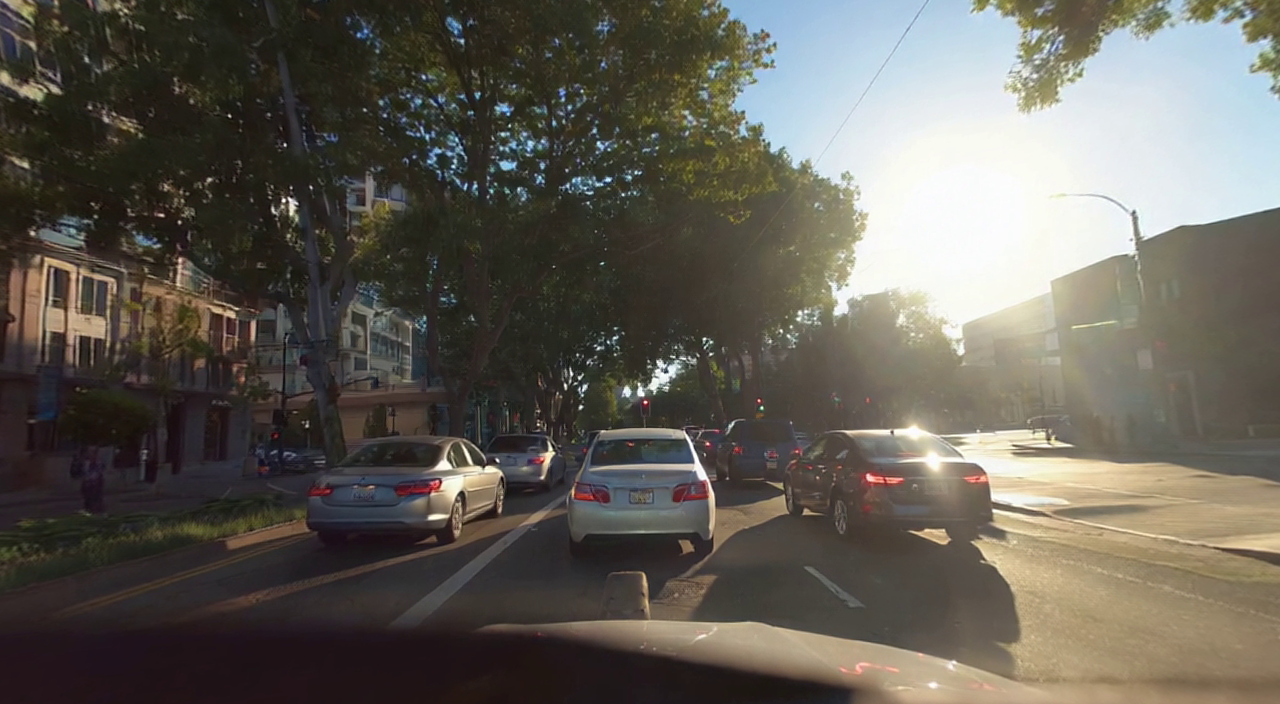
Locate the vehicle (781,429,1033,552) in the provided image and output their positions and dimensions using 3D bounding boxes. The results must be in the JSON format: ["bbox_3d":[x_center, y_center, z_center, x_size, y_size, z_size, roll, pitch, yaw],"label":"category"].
[{"bbox_3d":[3.782,2.027,10.010,1.990,1.486,4.431,0,-8,-1],"label":"vehicle"}]

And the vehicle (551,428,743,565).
[{"bbox_3d":[0.053,1.878,8.934,2.101,1.480,3.929,0,-8,-1],"label":"vehicle"}]

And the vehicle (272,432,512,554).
[{"bbox_3d":[-3.458,2.034,9.817,2.002,1.465,4.098,0,-8,1],"label":"vehicle"}]
